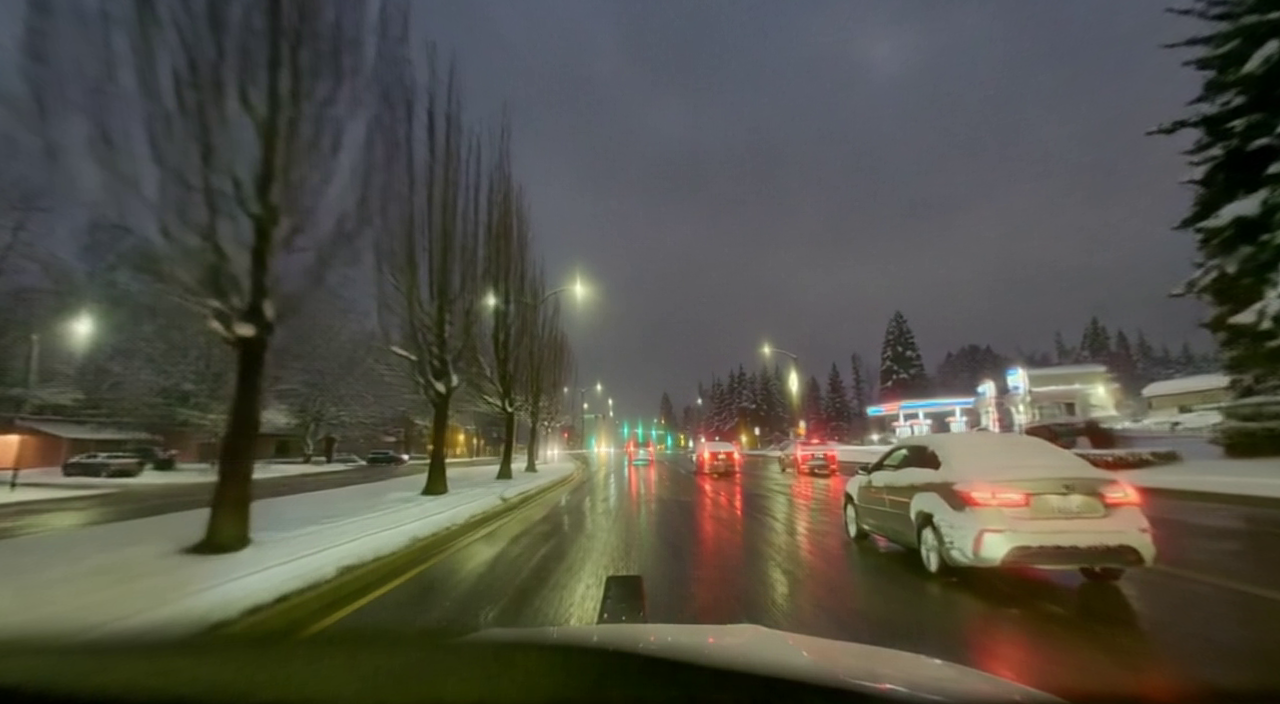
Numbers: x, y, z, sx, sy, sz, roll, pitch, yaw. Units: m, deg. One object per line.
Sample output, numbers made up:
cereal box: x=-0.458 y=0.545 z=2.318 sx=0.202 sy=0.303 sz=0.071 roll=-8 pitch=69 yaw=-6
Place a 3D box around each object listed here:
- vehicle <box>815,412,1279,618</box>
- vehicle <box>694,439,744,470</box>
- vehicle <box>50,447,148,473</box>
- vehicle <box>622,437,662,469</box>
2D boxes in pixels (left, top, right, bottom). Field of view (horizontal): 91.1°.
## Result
vehicle: x=3.726 y=1.567 z=7.086 sx=2.119 sy=1.509 sz=4.756 roll=0 pitch=-9 yaw=0
vehicle: x=4.073 y=5.384 z=33.103 sx=1.980 sy=1.515 sz=4.362 roll=0 pitch=-9 yaw=-1
vehicle: x=-34.155 y=6.809 z=39.713 sx=4.595 sy=1.533 sz=1.853 roll=-1 pitch=-9 yaw=4
vehicle: x=0.069 y=5.760 z=36.025 sx=2.172 sy=1.694 sz=4.055 roll=0 pitch=-9 yaw=-1
